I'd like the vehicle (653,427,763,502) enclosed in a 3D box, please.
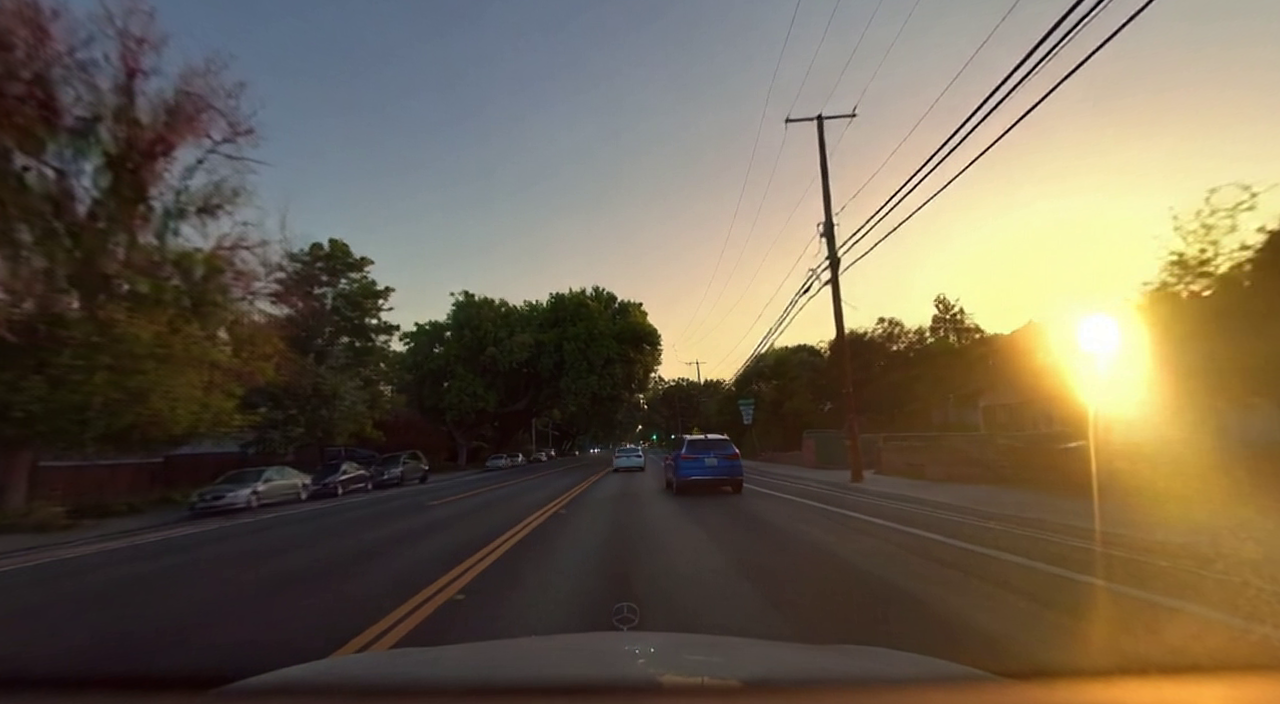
[{"bbox_3d":[1.664,3.016,17.425,2.200,1.763,4.676,0,-8,-4],"label":"vehicle"}]

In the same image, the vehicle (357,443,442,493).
[{"bbox_3d":[-12.287,5.883,32.712,2.504,2.031,5.237,-7,-8,-4],"label":"vehicle"}]

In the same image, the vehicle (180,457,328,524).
[{"bbox_3d":[-12.249,4.368,20.456,2.044,1.534,4.554,-6,-8,-3],"label":"vehicle"}]

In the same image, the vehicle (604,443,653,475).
[{"bbox_3d":[-0.555,5.201,30.940,2.196,1.449,4.006,0,-8,-1],"label":"vehicle"}]

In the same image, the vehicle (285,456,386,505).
[{"bbox_3d":[-12.283,5.179,25.856,1.897,1.498,4.628,-5,-8,-1],"label":"vehicle"}]
